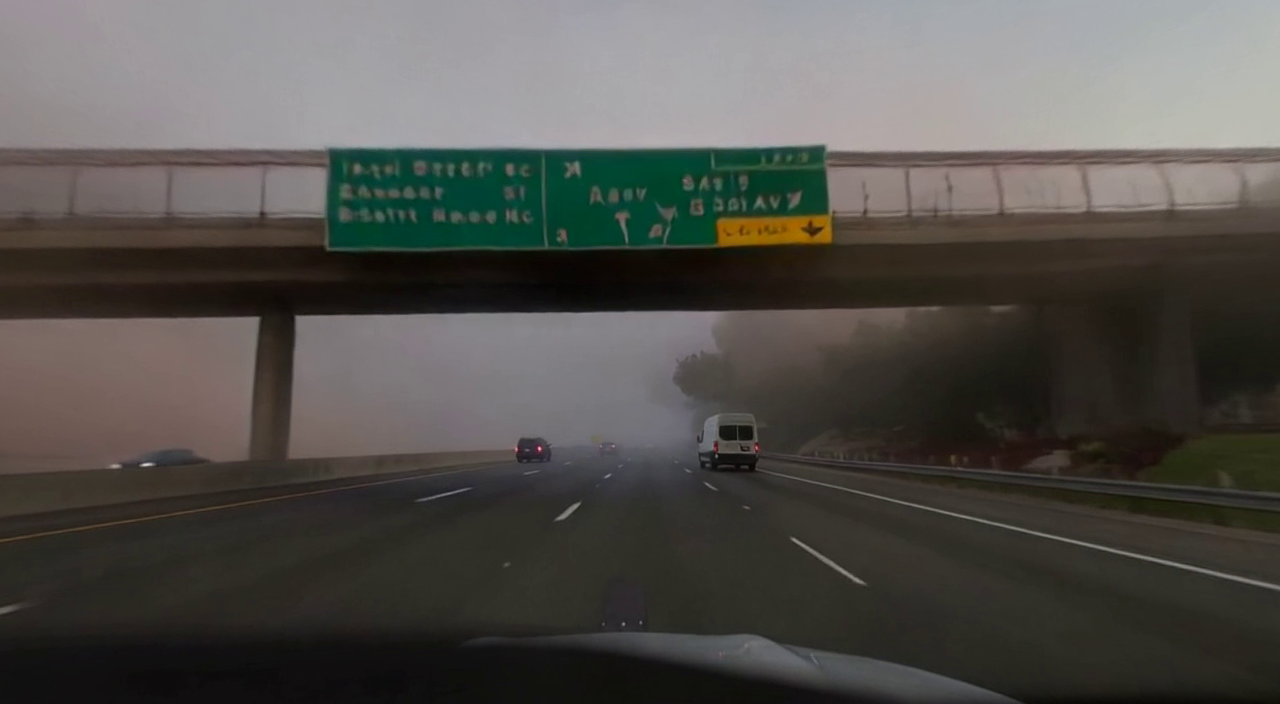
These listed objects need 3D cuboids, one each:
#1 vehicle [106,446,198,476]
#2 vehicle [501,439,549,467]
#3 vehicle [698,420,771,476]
[{"bbox_3d":[-29.970,6.683,38.975,1.940,1.692,4.682,0,-8,0],"label":"vehicle"},{"bbox_3d":[-7.161,6.343,39.693,2.068,1.632,4.623,-1,-8,1],"label":"vehicle"},{"bbox_3d":[4.092,4.313,28.392,2.347,2.234,5.352,0,-8,-1],"label":"vehicle"}]
